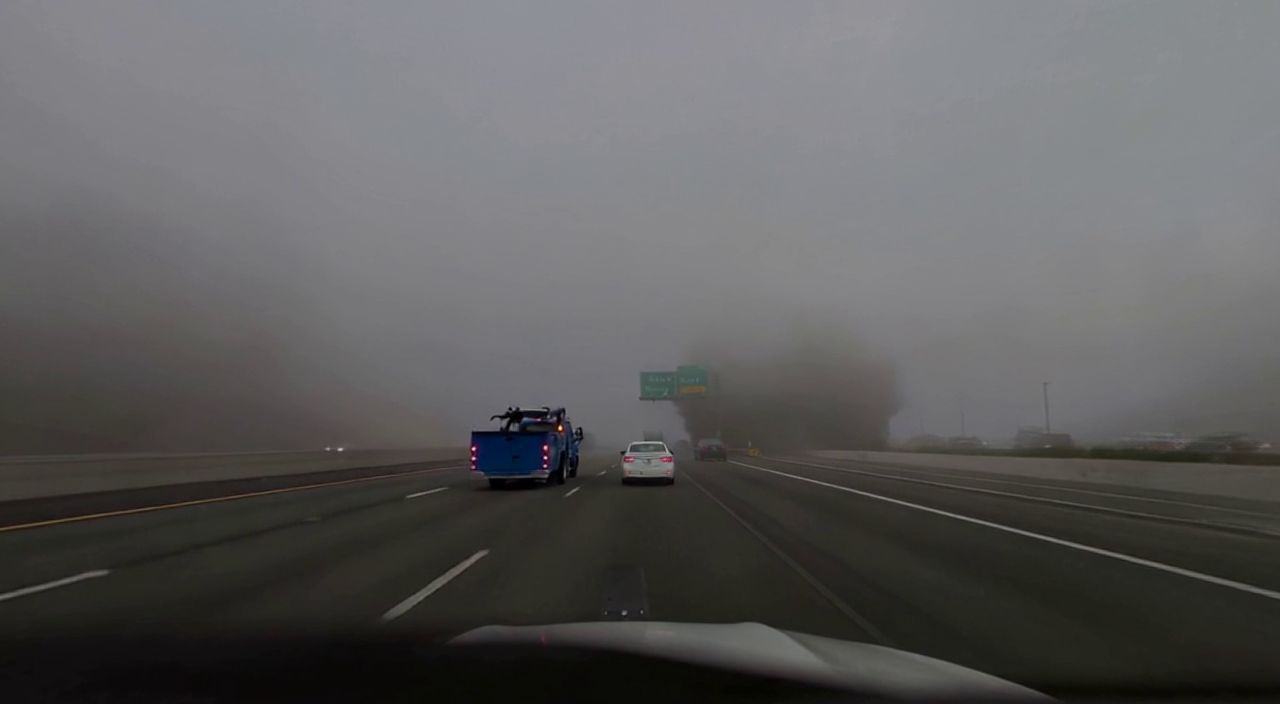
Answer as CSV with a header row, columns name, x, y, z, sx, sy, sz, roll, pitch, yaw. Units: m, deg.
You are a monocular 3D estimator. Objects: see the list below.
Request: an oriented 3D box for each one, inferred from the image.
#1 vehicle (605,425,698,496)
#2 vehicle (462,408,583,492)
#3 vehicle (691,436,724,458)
name,x,y,z,sx,sy,sz,roll,pitch,yaw
vehicle,0.290,2.871,16.953,2.165,1.653,4.456,0,-8,1
vehicle,-3.249,2.910,18.898,2.526,2.146,5.594,0,-8,0
vehicle,5.242,7.408,49.148,2.079,1.656,4.506,0,-8,0
